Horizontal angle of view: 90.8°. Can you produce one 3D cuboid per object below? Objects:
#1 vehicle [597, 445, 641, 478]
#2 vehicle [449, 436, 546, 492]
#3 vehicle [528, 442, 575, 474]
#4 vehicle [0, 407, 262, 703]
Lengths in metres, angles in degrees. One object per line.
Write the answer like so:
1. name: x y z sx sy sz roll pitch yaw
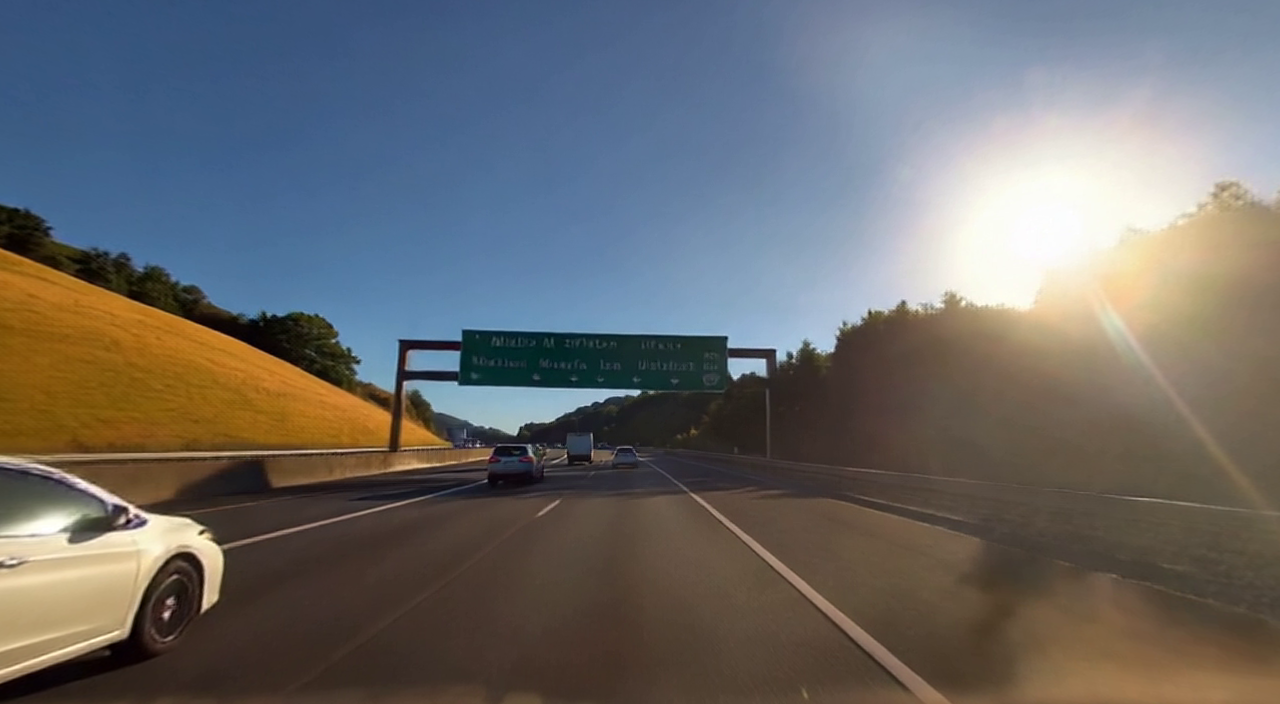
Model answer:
1. vehicle: -1.004 5.236 30.458 1.988 1.440 4.201 0 -9 -2
2. vehicle: -4.477 3.608 20.581 2.208 1.619 4.162 0 -9 0
3. vehicle: -4.822 5.831 34.884 2.118 1.624 4.032 0 -9 -1
4. vehicle: -3.900 1.006 2.853 1.892 1.492 3.940 0 -9 0
